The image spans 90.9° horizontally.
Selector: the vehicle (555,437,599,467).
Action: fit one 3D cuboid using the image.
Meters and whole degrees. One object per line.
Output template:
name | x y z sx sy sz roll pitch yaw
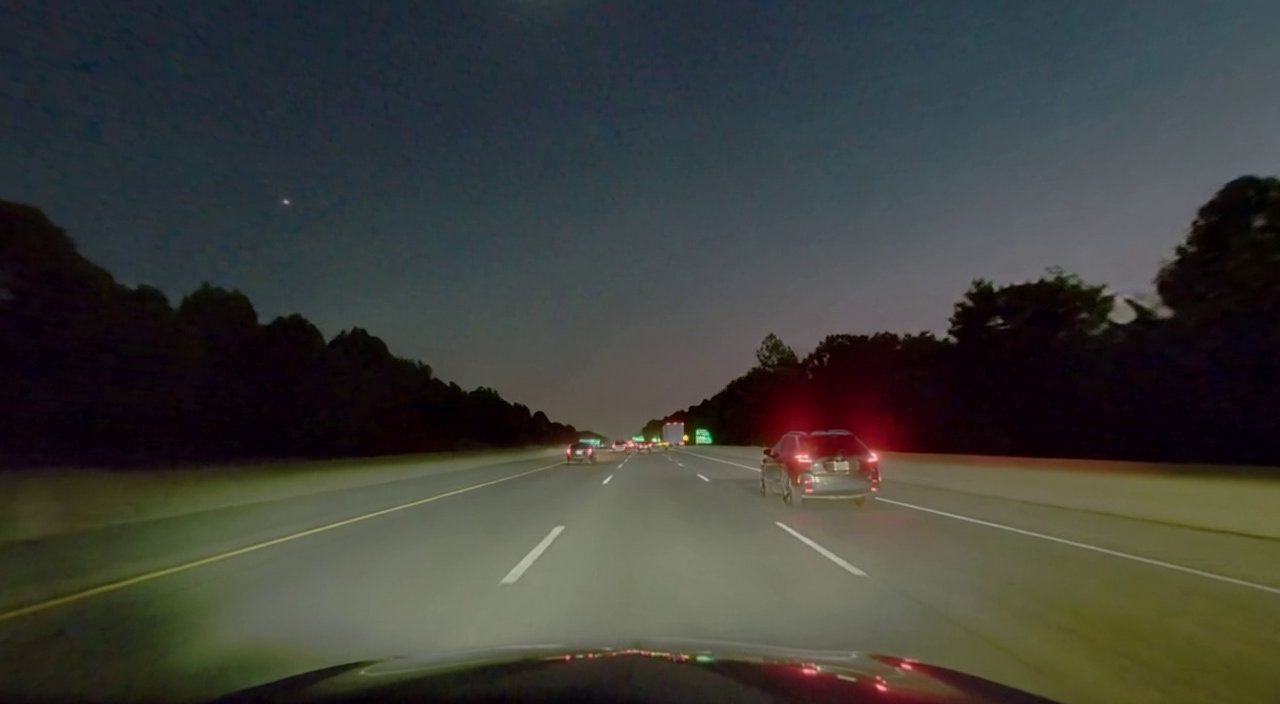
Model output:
vehicle | -3.382 5.475 34.676 2.025 1.571 3.662 0 -9 0
